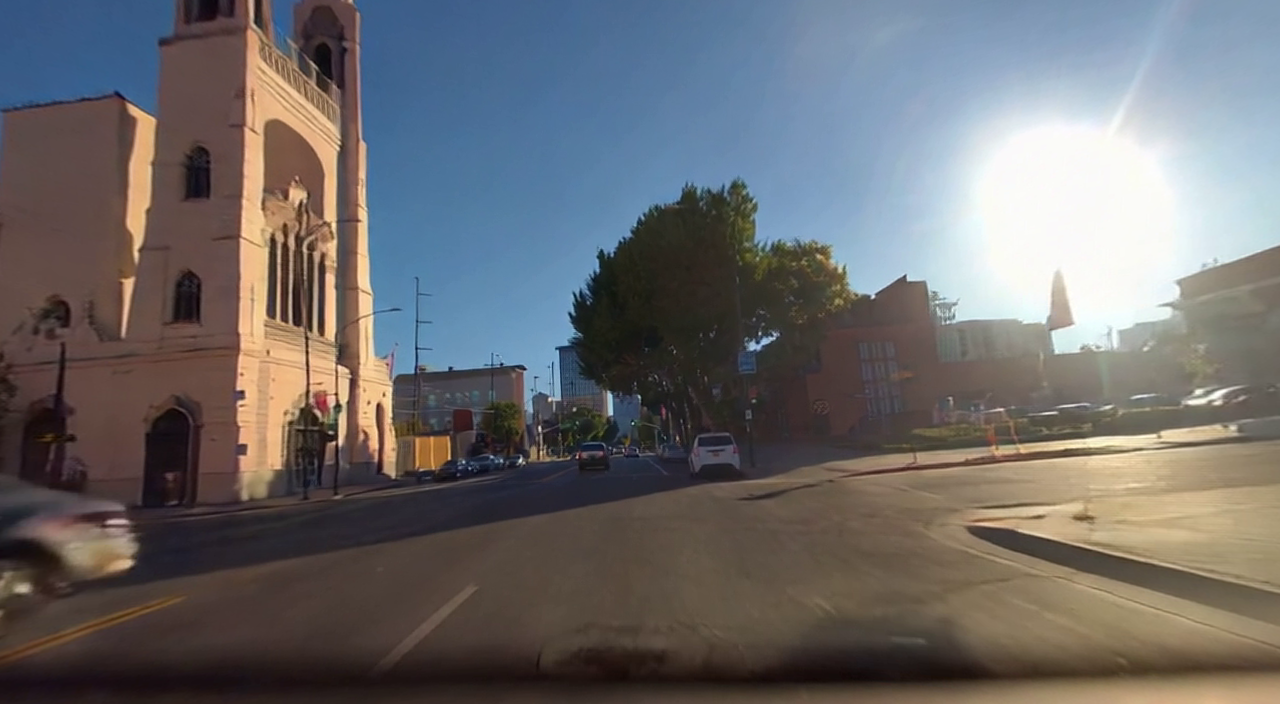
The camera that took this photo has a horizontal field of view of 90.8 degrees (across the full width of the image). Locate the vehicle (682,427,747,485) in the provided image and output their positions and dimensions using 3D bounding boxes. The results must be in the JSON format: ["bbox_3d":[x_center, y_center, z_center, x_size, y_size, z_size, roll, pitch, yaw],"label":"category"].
[{"bbox_3d":[2.796,4.067,24.961,2.074,2.041,5.045,-1,-9,1],"label":"vehicle"}]

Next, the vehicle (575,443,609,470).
[{"bbox_3d":[-3.668,8.057,48.994,2.293,1.936,4.737,0,-9,-1],"label":"vehicle"}]

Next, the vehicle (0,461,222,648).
[{"bbox_3d":[-6.328,1.677,5.092,1.881,1.476,4.620,-4,-9,20],"label":"vehicle"}]
